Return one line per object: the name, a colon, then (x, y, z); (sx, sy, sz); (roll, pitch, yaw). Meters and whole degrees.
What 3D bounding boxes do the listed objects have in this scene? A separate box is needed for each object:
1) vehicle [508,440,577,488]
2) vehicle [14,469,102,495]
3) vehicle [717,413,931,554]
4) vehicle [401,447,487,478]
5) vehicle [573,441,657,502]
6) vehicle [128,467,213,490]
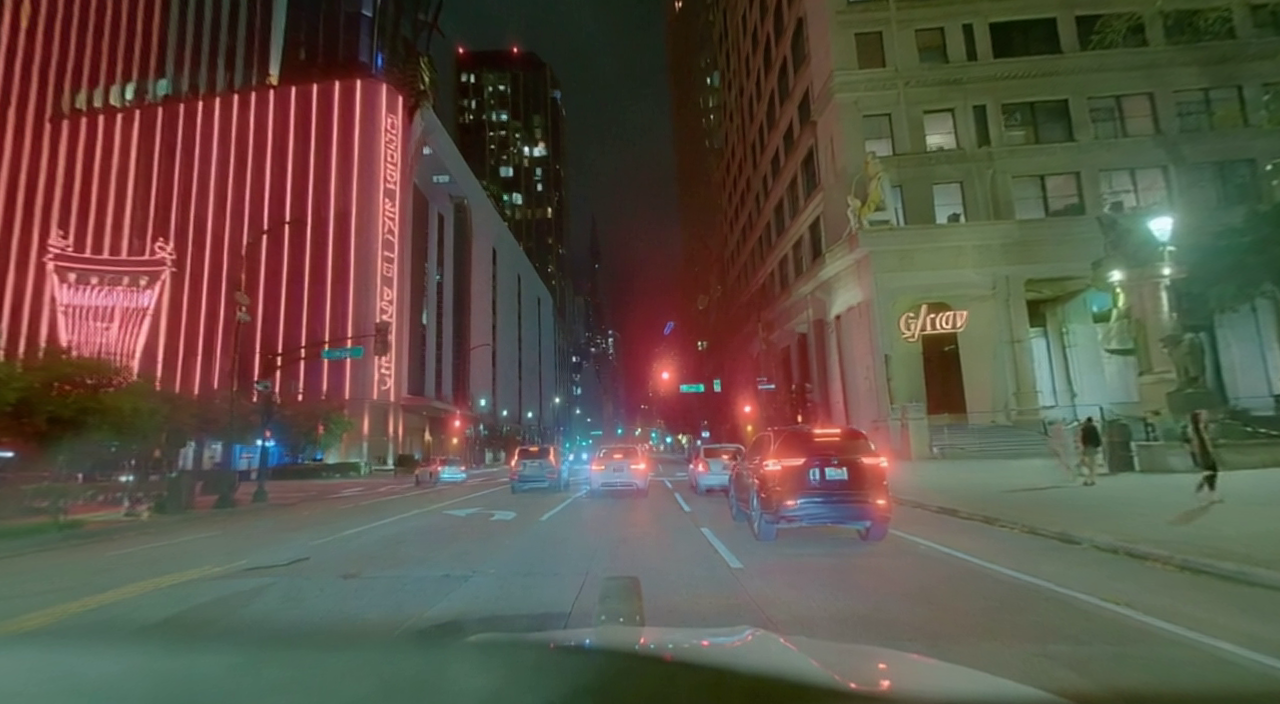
vehicle: (-3.608, 4.243, 24.206); (2.045, 1.633, 4.864); (0, -9, -2)
vehicle: (-40.234, 8.992, 43.739); (4.224, 1.622, 1.808); (0, -9, -1)
vehicle: (2.620, 2.022, 10.354); (2.096, 1.775, 4.440); (0, -9, -1)
vehicle: (-11.947, 6.747, 38.664); (4.855, 1.769, 2.071); (3, -9, -18)
vehicle: (-0.646, 3.282, 17.785); (2.096, 1.492, 4.071); (0, -9, -1)
vehicle: (-32.436, 8.729, 43.705); (4.392, 1.427, 1.764); (0, -9, 0)
